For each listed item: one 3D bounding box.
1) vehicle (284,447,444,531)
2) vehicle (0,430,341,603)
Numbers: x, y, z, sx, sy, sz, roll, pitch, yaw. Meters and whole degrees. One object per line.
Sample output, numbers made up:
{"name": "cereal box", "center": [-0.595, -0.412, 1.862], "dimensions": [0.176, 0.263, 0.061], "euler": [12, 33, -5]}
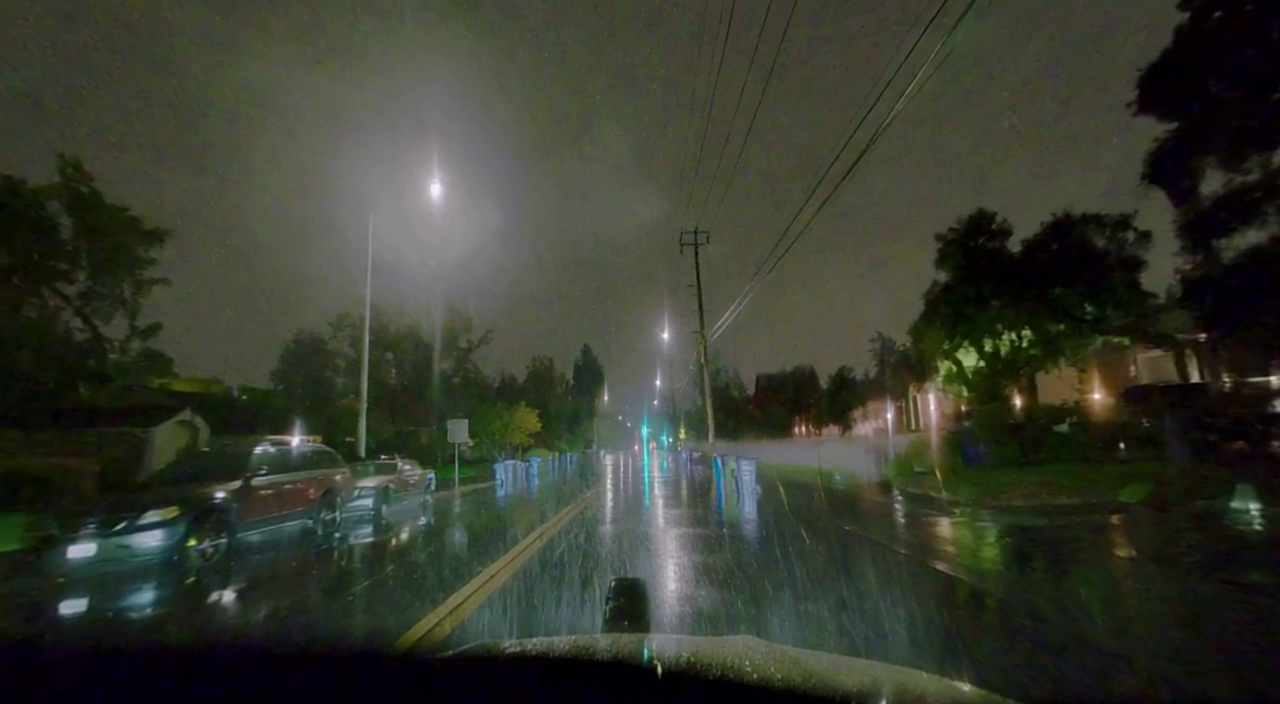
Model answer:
{"name": "vehicle", "center": [-6.380, 3.153, 15.157], "dimensions": [1.880, 1.458, 4.292], "euler": [-4, -7, 1]}
{"name": "vehicle", "center": [-6.553, 2.145, 9.351], "dimensions": [1.890, 1.723, 4.539], "euler": [-6, -7, 1]}
